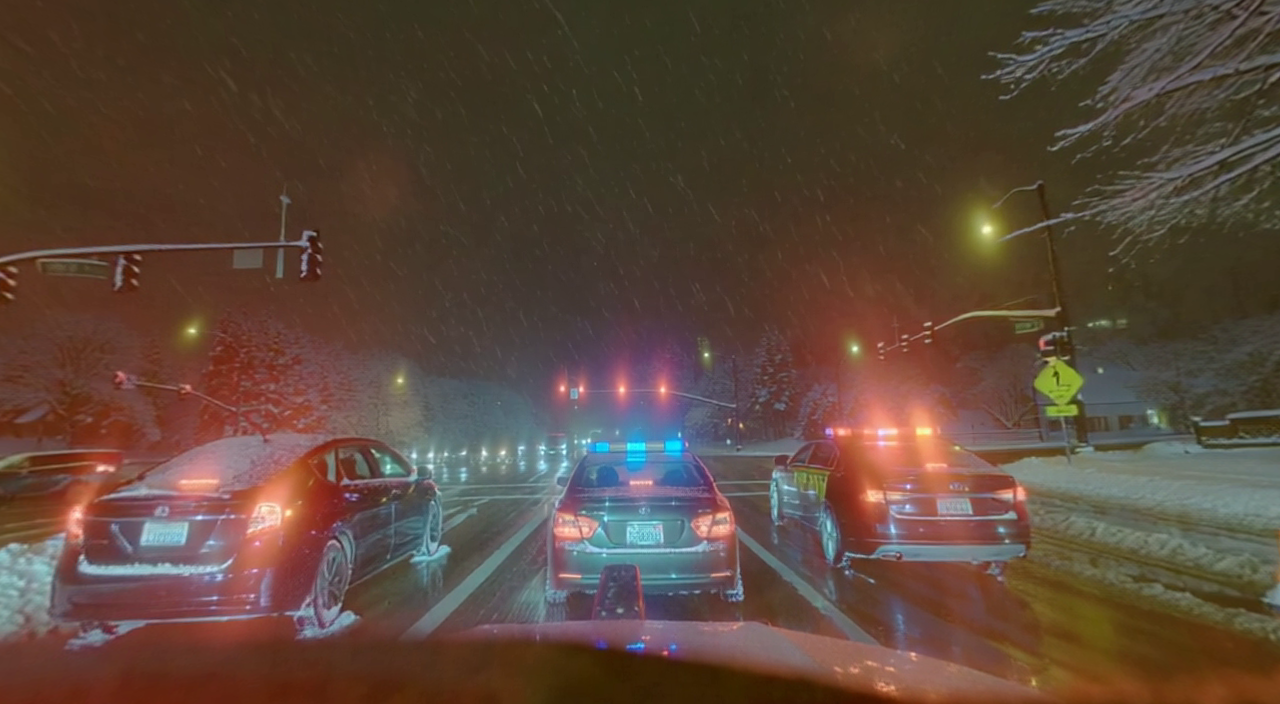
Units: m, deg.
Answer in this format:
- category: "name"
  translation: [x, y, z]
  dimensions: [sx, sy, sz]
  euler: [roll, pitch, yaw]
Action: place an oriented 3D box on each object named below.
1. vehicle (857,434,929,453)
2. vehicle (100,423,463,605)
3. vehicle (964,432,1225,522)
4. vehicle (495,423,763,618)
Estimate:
- category: "vehicle"
  translation: [20.029, 7.270, 49.938]
  dimensions: [4.827, 1.484, 1.883]
  euler: [0, -9, 0]
- category: "vehicle"
  translation: [-3.611, 1.675, 7.395]
  dimensions: [1.863, 1.526, 4.006]
  euler: [0, -9, 1]
- category: "vehicle"
  translation: [9.341, 2.583, 13.615]
  dimensions: [1.957, 1.576, 4.670]
  euler: [0, -9, -3]
- category: "vehicle"
  translation: [-0.124, 1.625, 7.093]
  dimensions: [2.061, 1.486, 4.332]
  euler: [0, -8, -1]
